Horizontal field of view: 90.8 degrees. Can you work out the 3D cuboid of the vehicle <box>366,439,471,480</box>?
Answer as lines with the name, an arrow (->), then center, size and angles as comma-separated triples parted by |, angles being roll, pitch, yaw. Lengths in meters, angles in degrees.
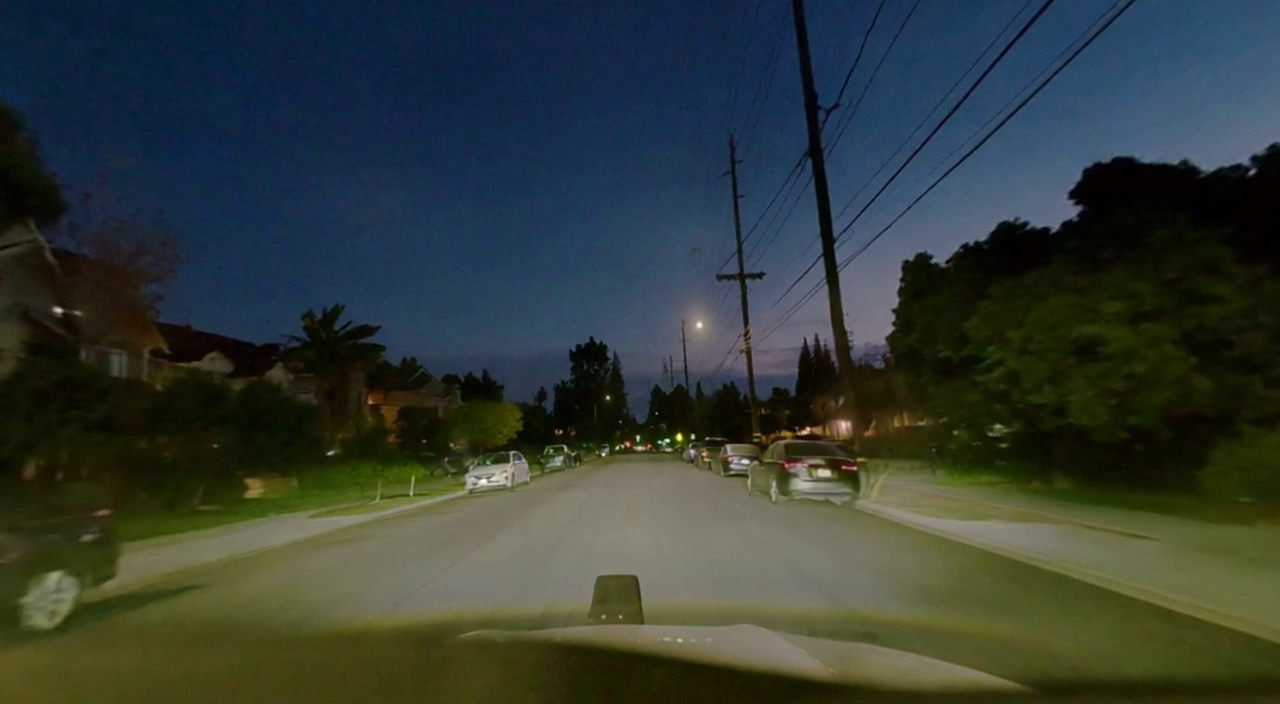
vehicle -> -12.531, 6.147, 36.066 | 5.096, 2.213, 2.354 | 1, -10, -3

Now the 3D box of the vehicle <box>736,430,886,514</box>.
vehicle -> 3.786, 2.746, 15.037 | 2.247, 1.618, 4.655 | 2, -8, 0

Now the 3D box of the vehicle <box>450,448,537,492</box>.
vehicle -> -5.667, 4.618, 25.066 | 2.199, 1.439, 4.757 | -3, -9, 2

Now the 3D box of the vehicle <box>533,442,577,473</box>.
vehicle -> -5.573, 7.024, 41.915 | 2.118, 1.753, 4.377 | -5, -10, 1

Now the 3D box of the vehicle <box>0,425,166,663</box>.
vehicle -> -5.803, 1.414, 4.164 | 1.989, 1.756, 4.378 | -4, -9, 0

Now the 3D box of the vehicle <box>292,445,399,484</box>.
vehicle -> -15.651, 5.966, 33.722 | 4.747, 1.899, 2.181 | -2, -7, 13
